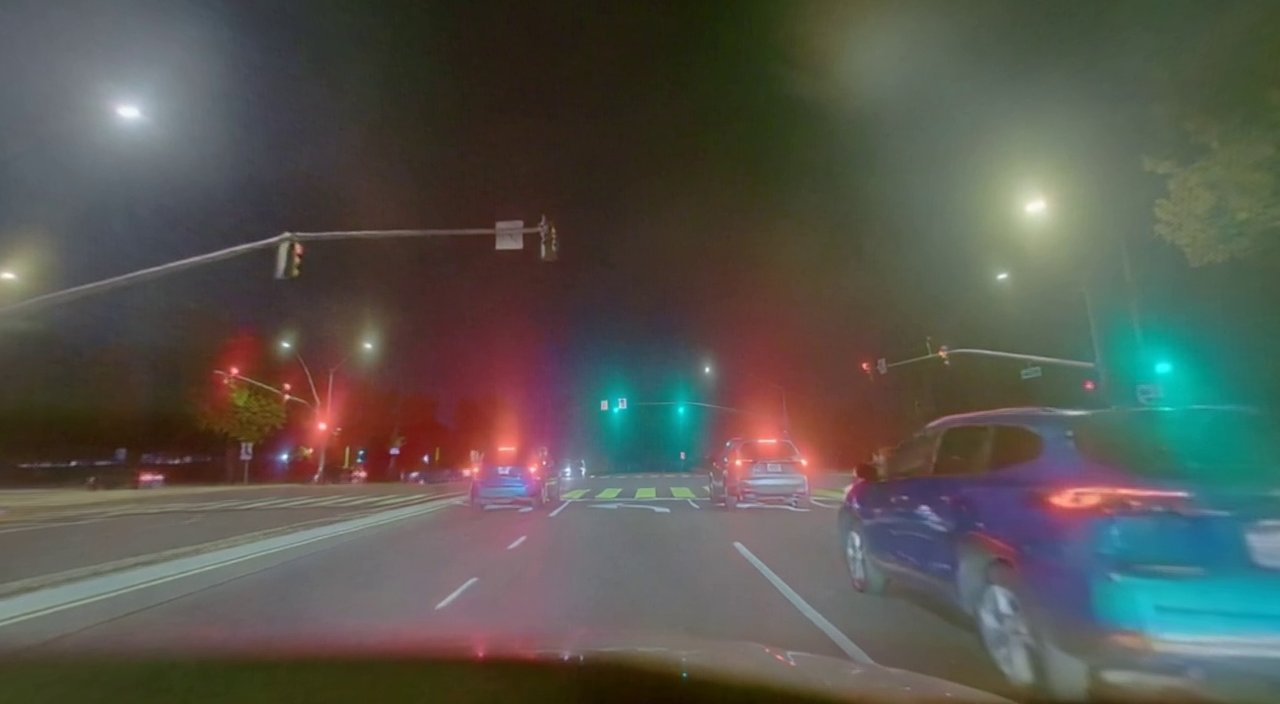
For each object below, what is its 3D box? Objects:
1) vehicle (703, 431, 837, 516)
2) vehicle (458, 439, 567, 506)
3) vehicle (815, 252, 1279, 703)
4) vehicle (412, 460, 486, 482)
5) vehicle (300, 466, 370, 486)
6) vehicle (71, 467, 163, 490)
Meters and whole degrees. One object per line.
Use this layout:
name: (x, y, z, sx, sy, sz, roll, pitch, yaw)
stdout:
vehicle: (2.816, 2.773, 14.913, 2.099, 1.671, 4.491, 0, -9, -1)
vehicle: (-3.125, 3.041, 16.336, 1.969, 1.513, 3.773, 0, -9, 1)
vehicle: (2.923, 0.895, 3.840, 2.247, 1.738, 4.818, 0, -9, -1)
vehicle: (-13.973, 8.708, 46.307, 4.825, 1.483, 1.817, 0, -9, -2)
vehicle: (-23.550, 9.565, 48.844, 4.461, 1.469, 1.788, 0, -9, -2)
vehicle: (-37.373, 9.054, 45.196, 4.817, 1.482, 1.829, 0, -9, -2)
